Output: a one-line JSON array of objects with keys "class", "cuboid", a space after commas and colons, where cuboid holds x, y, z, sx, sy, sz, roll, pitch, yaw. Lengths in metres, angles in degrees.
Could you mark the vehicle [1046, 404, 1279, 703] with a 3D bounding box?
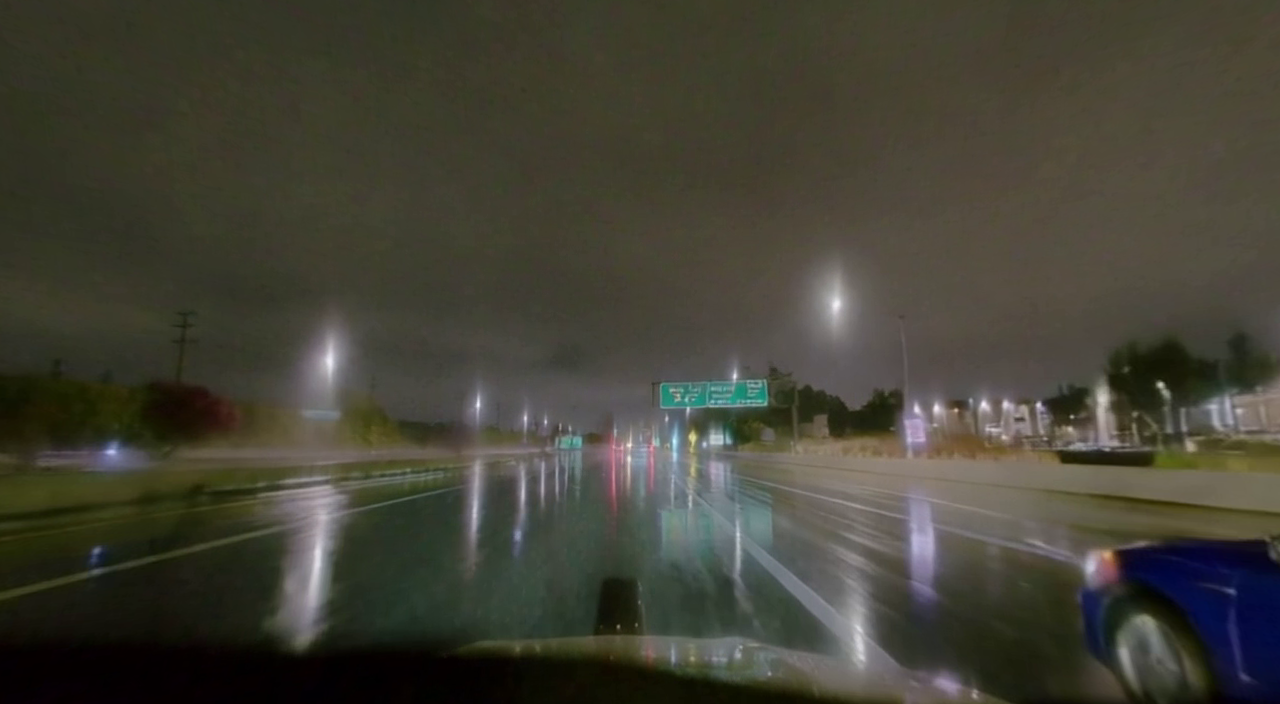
[{"class": "vehicle", "cuboid": [3.359, 0.775, 1.252, 1.989, 1.479, 4.670, 0, -9, 0]}]
